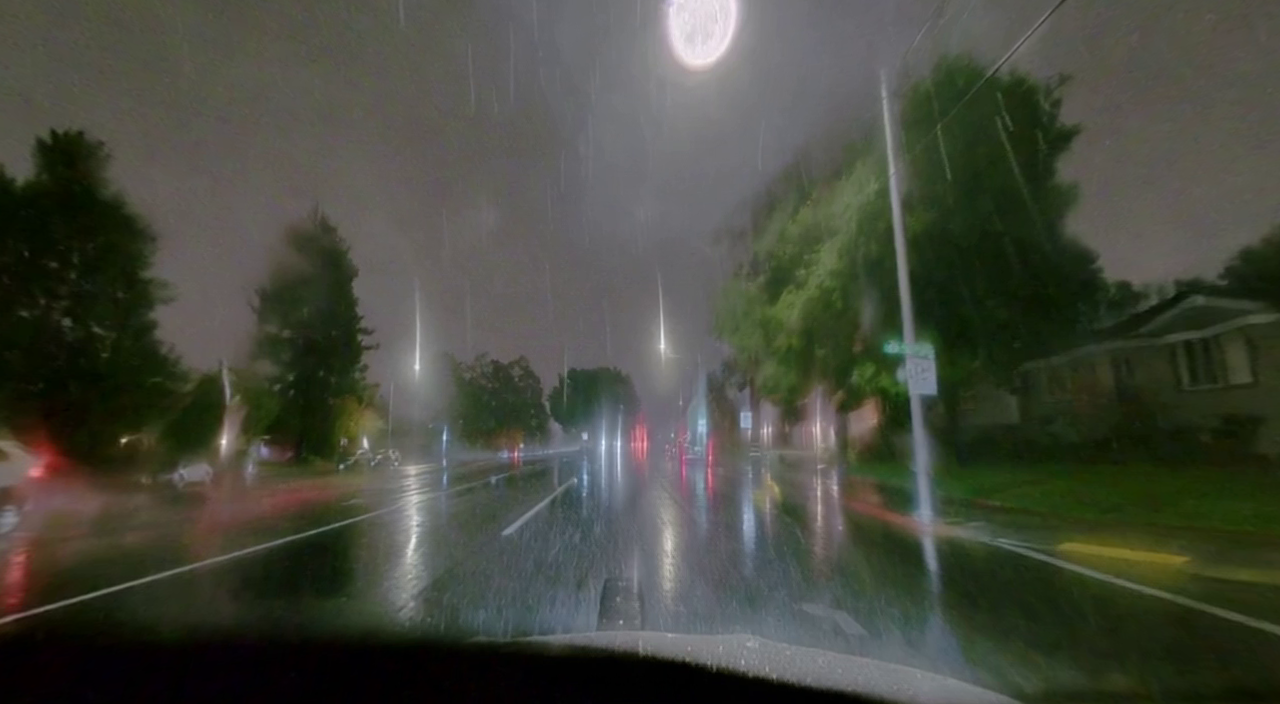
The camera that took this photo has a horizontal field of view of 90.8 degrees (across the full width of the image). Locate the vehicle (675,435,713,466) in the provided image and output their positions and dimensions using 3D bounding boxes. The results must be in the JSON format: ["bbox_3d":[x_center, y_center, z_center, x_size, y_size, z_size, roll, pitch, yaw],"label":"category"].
[{"bbox_3d":[3.131,5.834,37.441,2.013,1.710,4.403,0,-9,2],"label":"vehicle"}]

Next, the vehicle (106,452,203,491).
[{"bbox_3d":[-24.820,6.102,32.508,1.864,1.575,4.149,-3,-7,-3],"label":"vehicle"}]

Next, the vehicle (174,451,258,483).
[{"bbox_3d":[-24.997,6.754,37.478,1.999,1.720,4.253,0,-9,0],"label":"vehicle"}]
